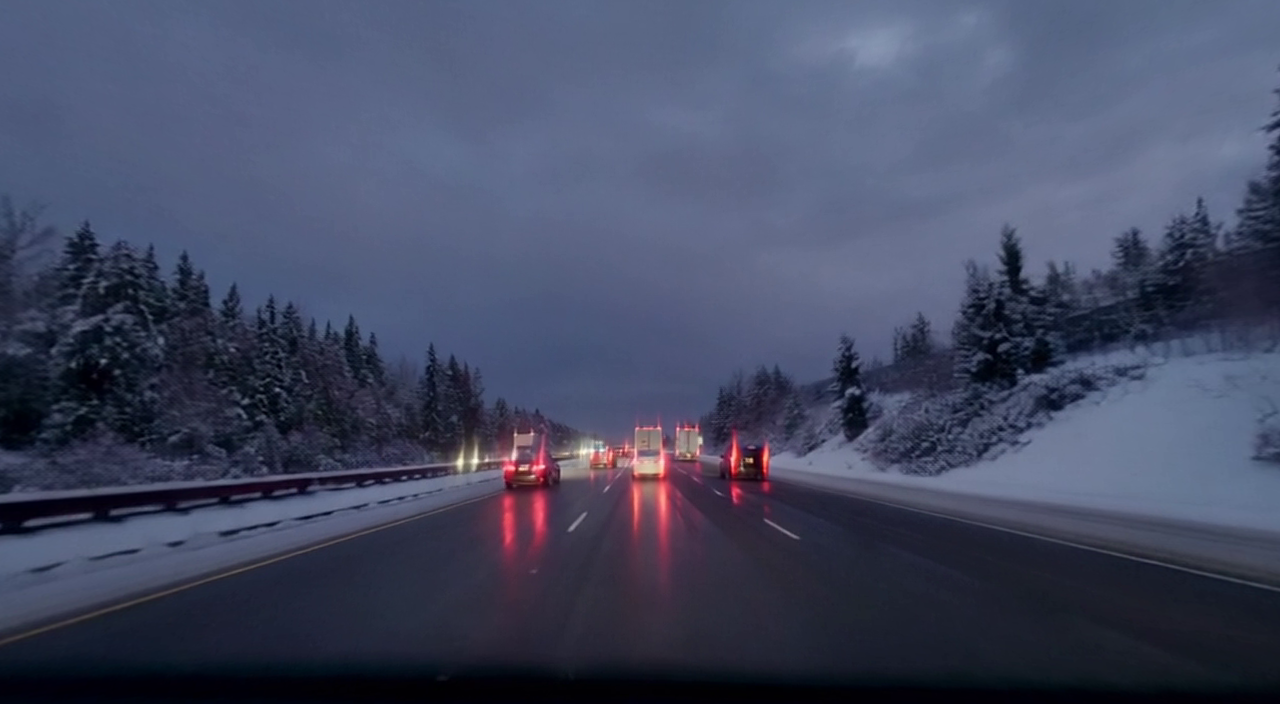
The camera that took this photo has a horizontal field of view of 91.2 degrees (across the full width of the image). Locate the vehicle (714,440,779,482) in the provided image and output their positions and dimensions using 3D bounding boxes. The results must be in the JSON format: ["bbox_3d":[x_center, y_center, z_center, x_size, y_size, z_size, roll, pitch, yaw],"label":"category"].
[{"bbox_3d":[4.477,4.666,27.016,2.018,1.639,4.149,0,-9,-1],"label":"vehicle"}]

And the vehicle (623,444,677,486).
[{"bbox_3d":[0.367,4.543,25.456,2.015,1.526,4.286,0,-9,0],"label":"vehicle"}]

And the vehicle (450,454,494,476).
[{"bbox_3d":[-12.452,8.360,46.725,1.923,1.488,4.501,0,-9,1],"label":"vehicle"}]

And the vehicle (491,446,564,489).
[{"bbox_3d":[-4.223,4.420,24.275,1.967,1.473,4.439,0,-9,1],"label":"vehicle"}]

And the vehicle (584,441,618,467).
[{"bbox_3d":[-2.996,8.018,49.330,2.230,1.973,4.403,-1,-9,2],"label":"vehicle"}]
